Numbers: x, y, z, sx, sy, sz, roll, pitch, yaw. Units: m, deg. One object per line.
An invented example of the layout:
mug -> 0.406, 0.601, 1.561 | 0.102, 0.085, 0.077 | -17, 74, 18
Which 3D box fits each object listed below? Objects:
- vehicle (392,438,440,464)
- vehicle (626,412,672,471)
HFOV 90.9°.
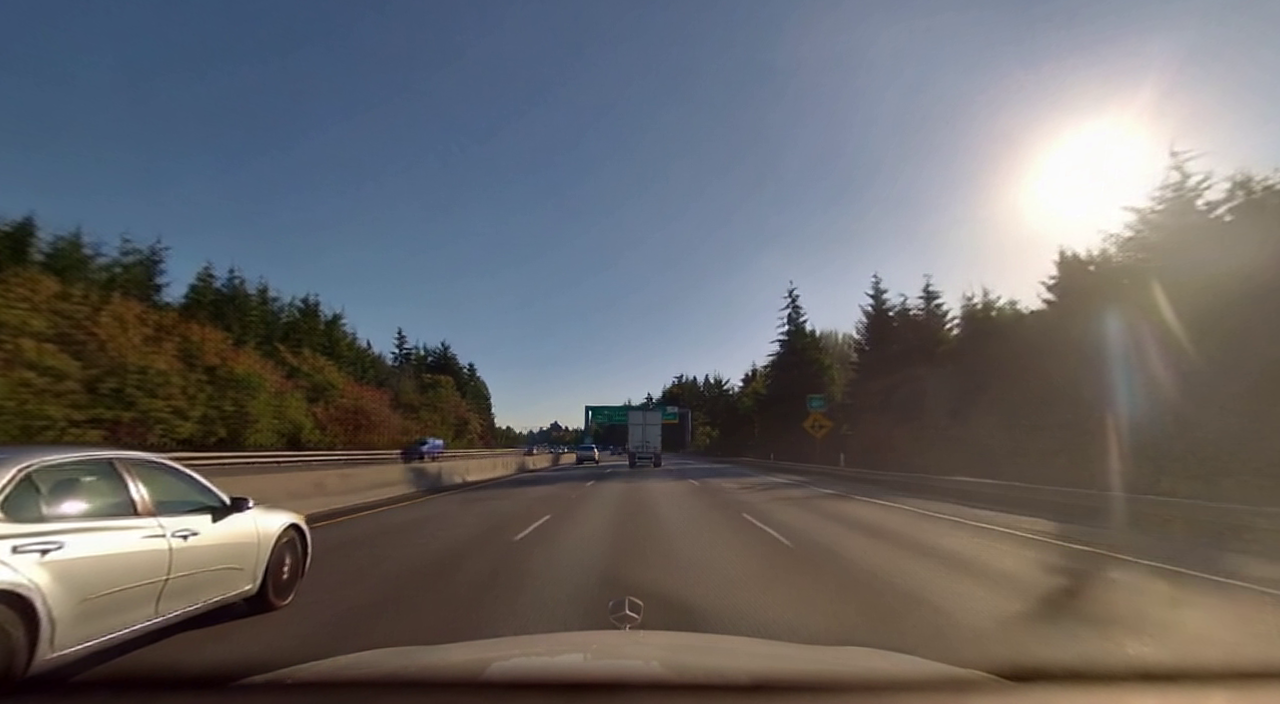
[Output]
vehicle -> -17.055, 7.577, 48.255 | 2.073, 1.817, 4.402 | 0, -9, 0
vehicle -> 0.473, 6.288, 43.841 | 2.893, 3.628, 9.081 | 0, -9, -1
